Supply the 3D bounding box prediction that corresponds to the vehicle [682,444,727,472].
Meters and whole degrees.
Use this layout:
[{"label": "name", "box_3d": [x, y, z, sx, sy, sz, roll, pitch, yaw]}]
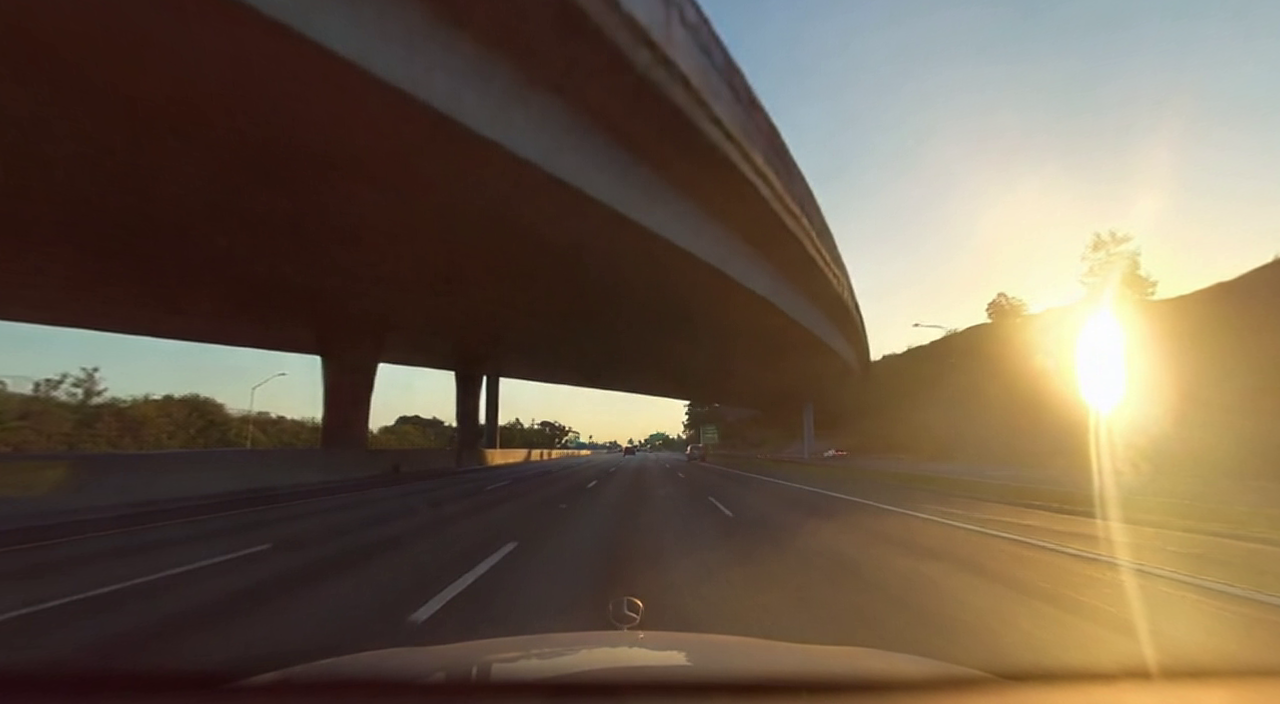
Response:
[{"label": "vehicle", "box_3d": [3.571, 5.967, 35.634, 2.033, 1.501, 4.398, 0, -9, -1]}]
